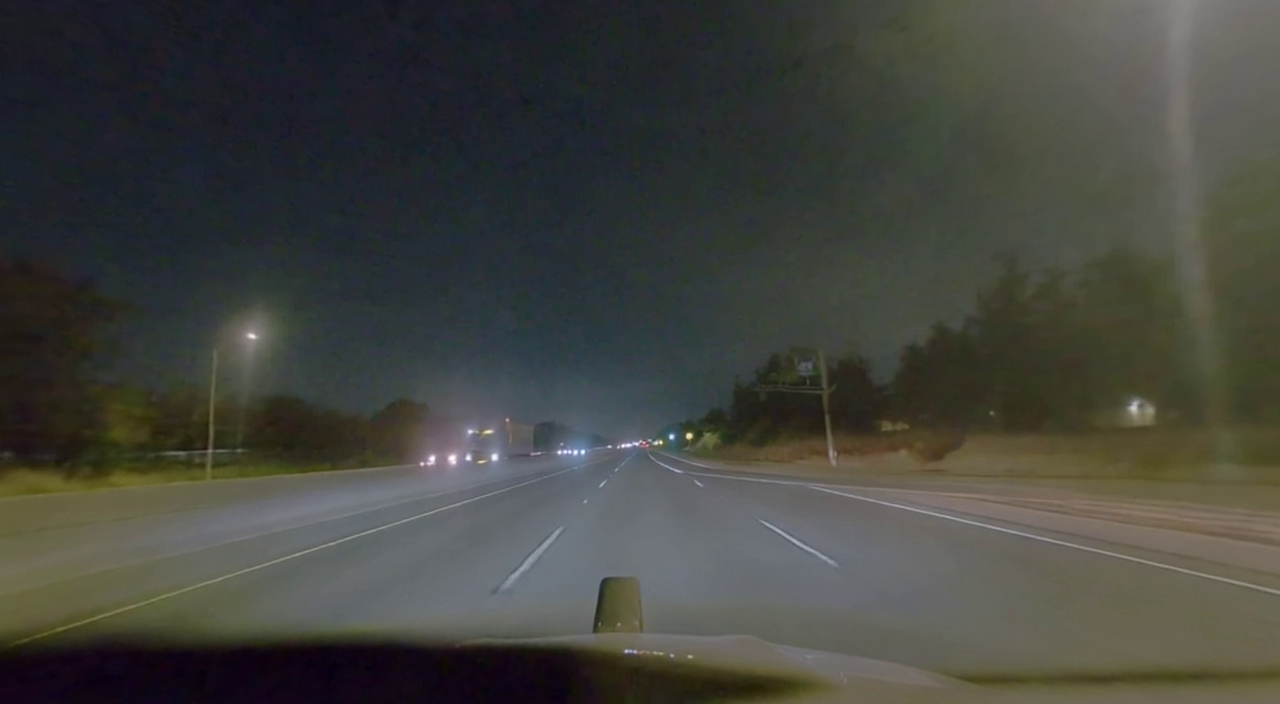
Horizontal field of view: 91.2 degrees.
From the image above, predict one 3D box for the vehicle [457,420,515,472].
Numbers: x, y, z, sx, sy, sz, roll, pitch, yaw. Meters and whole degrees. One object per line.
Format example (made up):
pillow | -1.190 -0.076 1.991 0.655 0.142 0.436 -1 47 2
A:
vehicle | -11.961 7.410 49.231 2.993 3.759 5.901 0 -9 0
